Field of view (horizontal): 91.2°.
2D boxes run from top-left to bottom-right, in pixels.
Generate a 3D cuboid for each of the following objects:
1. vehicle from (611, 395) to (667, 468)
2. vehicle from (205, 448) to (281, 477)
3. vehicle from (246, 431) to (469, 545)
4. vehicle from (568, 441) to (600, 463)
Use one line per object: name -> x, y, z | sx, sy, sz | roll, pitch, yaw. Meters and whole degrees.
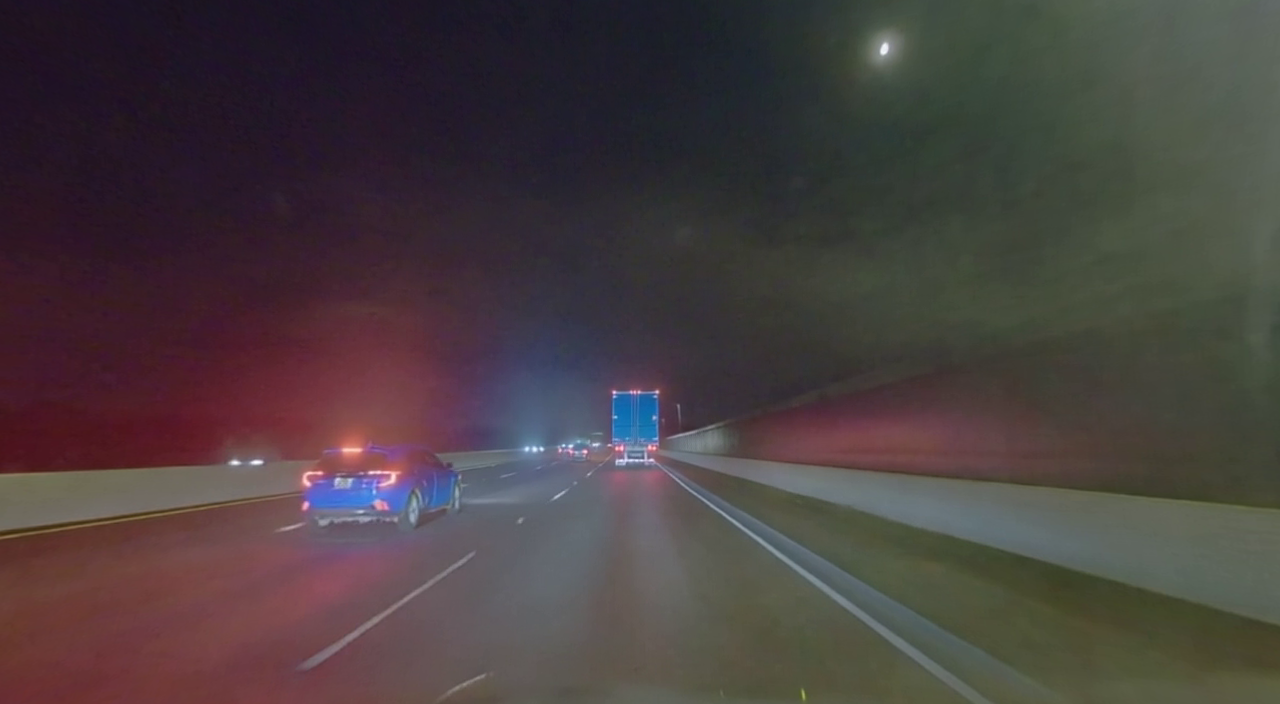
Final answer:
vehicle -> -0.180, 5.285, 40.592 | 3.123, 4.094, 10.812 | 0, -9, -1
vehicle -> -24.554, 6.827, 38.969 | 1.872, 1.634, 4.410 | 0, -9, 0
vehicle -> -4.284, 2.108, 10.292 | 1.895, 1.500, 3.808 | 0, -9, 0
vehicle -> -4.149, 7.507, 46.943 | 2.006, 1.572, 4.082 | 0, -9, 0
